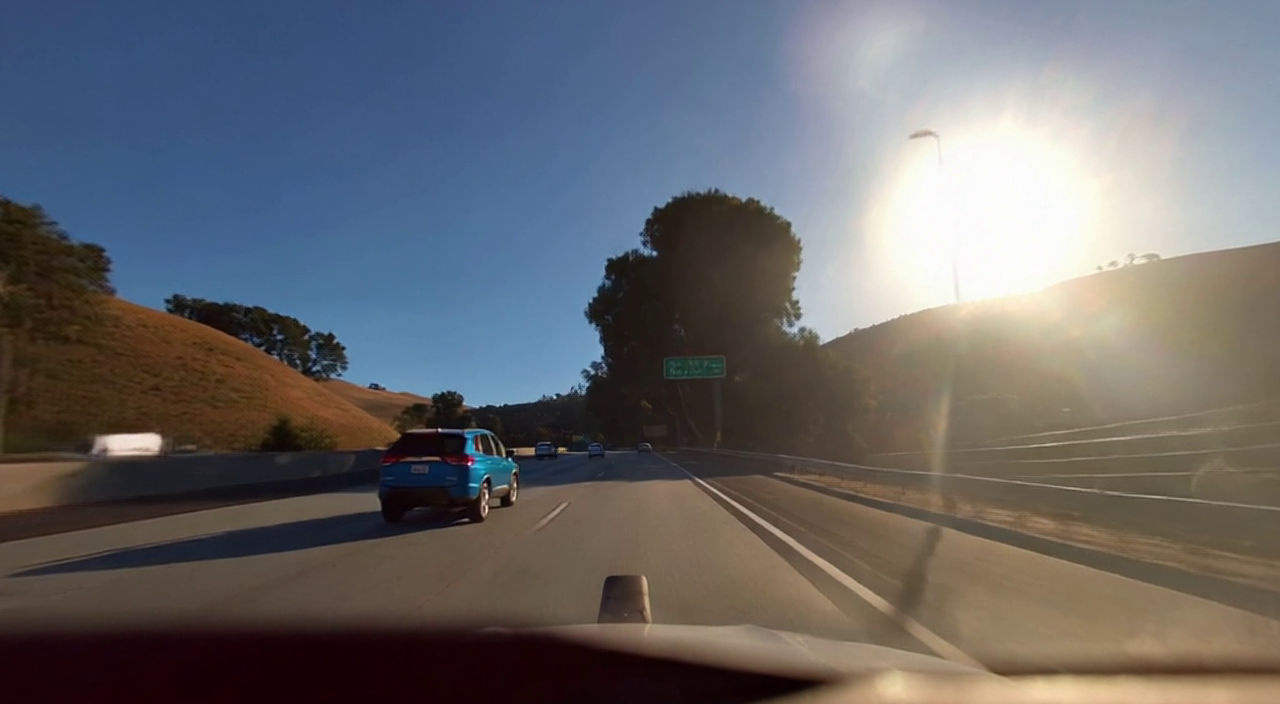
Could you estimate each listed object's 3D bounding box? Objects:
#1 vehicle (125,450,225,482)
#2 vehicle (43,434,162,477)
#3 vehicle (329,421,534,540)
[{"bbox_3d":[-24.345,5.935,33.230,1.790,1.492,4.509,0,-8,0],"label":"vehicle"},{"bbox_3d":[-31.968,6.151,37.822,2.229,2.393,5.408,0,-8,1],"label":"vehicle"},{"bbox_3d":[-3.411,2.194,11.448,2.138,1.718,4.415,0,-8,1],"label":"vehicle"}]
